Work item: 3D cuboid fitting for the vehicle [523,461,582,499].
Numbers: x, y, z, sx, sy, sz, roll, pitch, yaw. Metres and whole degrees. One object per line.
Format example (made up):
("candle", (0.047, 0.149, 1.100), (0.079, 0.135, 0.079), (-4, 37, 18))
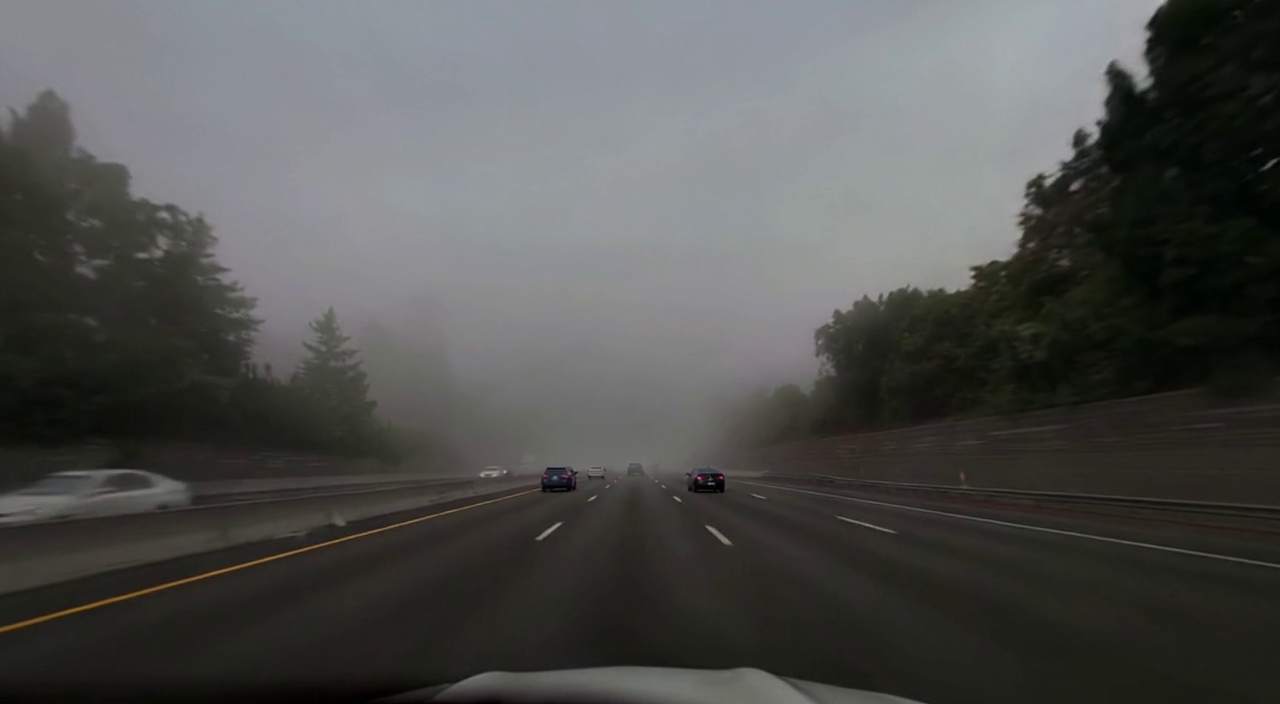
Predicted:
("vehicle", (-3.714, 5.503, 27.371), (2.000, 1.484, 3.995), (1, -11, -1))

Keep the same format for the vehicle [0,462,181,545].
("vehicle", (-12.455, 3.095, 13.392), (1.913, 1.457, 4.579), (1, -11, 0))

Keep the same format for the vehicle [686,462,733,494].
("vehicle", (3.591, 6.626, 33.263), (1.981, 1.516, 4.109), (1, -10, -1))
